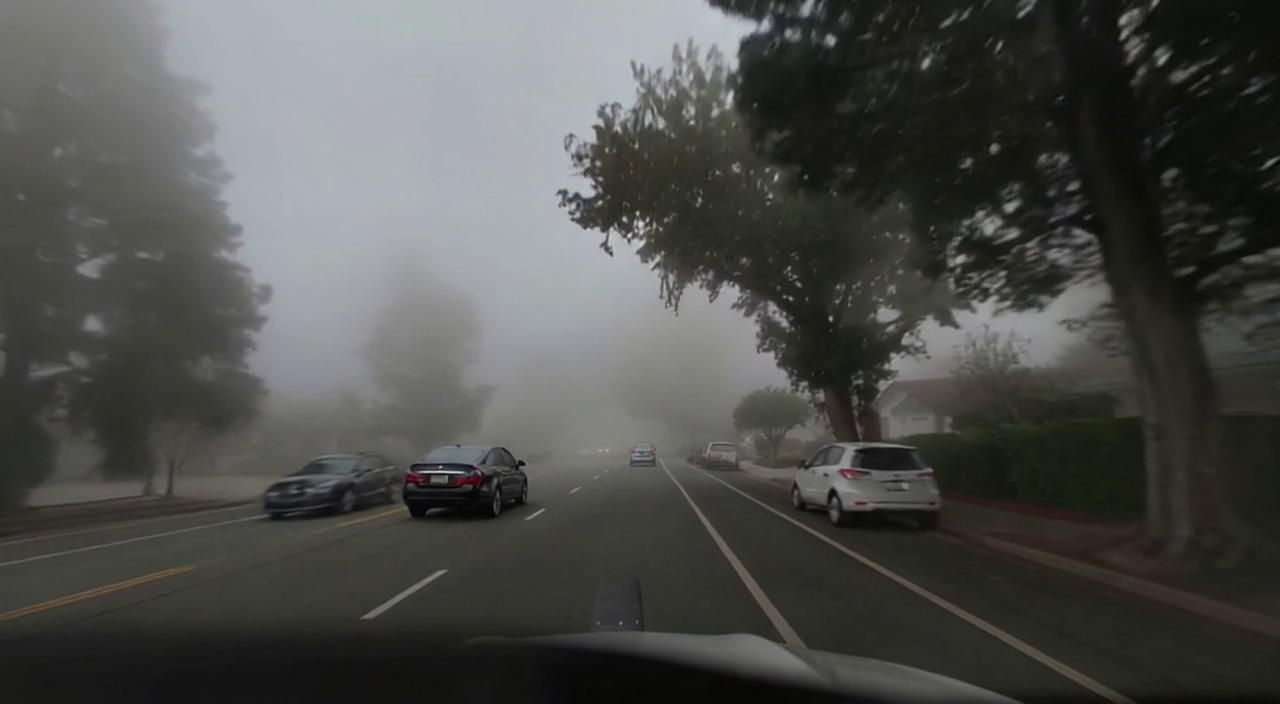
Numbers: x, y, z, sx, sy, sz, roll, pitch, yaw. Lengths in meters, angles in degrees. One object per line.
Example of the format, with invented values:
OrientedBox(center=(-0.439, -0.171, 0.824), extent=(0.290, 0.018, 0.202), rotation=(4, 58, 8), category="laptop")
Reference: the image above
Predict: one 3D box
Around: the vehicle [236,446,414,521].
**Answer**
OrientedBox(center=(-7.249, 3.027, 15.165), extent=(1.957, 1.488, 4.264), rotation=(-1, -8, 2), category="vehicle")

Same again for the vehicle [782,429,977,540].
OrientedBox(center=(3.941, 2.225, 11.266), extent=(1.897, 1.589, 4.053), rotation=(0, -8, 0), category="vehicle")

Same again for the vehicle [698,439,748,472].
OrientedBox(center=(4.504, 5.707, 35.083), extent=(2.045, 1.702, 4.916), rotation=(0, -8, -1), category="vehicle")

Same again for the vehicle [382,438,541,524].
OrientedBox(center=(-3.474, 2.585, 13.314), extent=(2.027, 1.477, 4.413), rotation=(0, -8, 0), category="vehicle")

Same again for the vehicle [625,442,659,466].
OrientedBox(center=(0.180, 6.589, 41.088), extent=(2.088, 1.495, 4.048), rotation=(0, -8, 1), category="vehicle")
